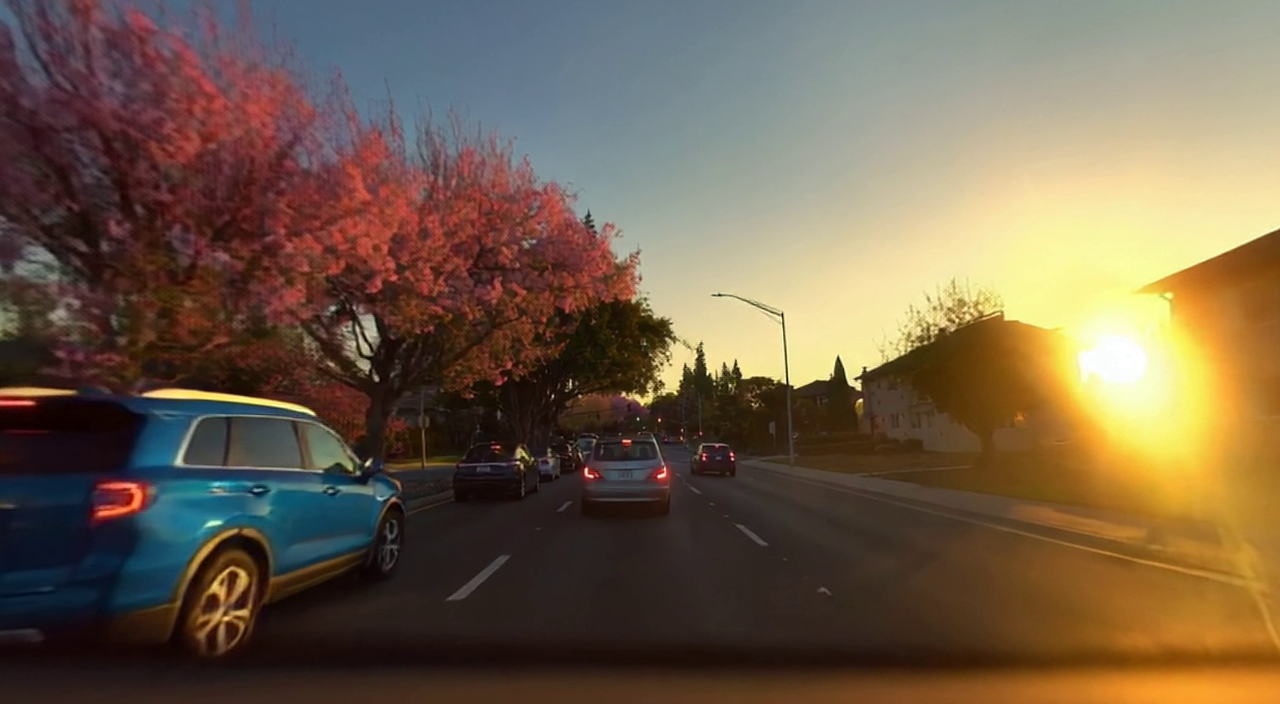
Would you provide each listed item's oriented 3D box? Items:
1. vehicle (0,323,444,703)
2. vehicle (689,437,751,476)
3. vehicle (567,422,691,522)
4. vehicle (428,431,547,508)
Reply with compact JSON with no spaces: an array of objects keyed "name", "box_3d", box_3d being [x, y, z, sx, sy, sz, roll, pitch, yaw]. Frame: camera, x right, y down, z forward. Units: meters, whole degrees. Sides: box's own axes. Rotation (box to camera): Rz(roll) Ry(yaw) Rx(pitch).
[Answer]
[{"name":"vehicle","box_3d":[-3.554,1.172,5.264,2.304,1.928,4.833,0,-8,0]},{"name":"vehicle","box_3d":[3.686,4.906,30.003,2.188,1.685,4.604,0,-8,-2]},{"name":"vehicle","box_3d":[-0.210,2.352,12.887,2.112,1.693,4.058,0,-8,-1]},{"name":"vehicle","box_3d":[-3.662,2.909,16.066,1.948,1.668,4.279,0,-8,0]}]
